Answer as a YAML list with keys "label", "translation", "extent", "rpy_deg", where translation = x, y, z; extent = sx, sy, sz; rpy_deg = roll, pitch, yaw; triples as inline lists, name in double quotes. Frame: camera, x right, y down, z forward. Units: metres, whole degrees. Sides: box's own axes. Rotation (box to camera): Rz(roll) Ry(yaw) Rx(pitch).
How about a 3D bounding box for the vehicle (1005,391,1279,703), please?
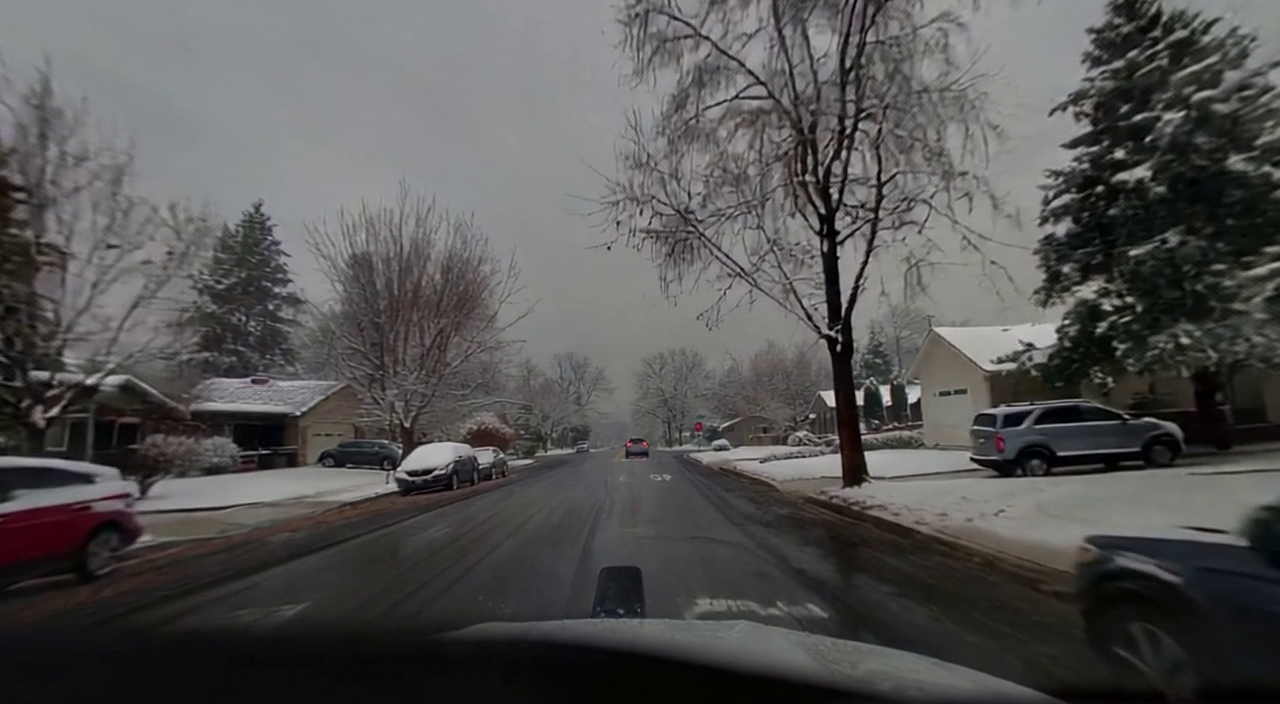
- label: "vehicle"
  translation: [3.146, 0.739, 1.185]
  extent: [2.004, 1.469, 4.706]
  rpy_deg: [0, -8, -1]

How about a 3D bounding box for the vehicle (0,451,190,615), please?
- label: "vehicle"
  translation: [-6.849, 1.722, 5.901]
  extent: [2.009, 1.470, 4.475]
  rpy_deg: [-3, -9, -1]

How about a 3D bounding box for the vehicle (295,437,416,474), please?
- label: "vehicle"
  translation: [-15.641, 5.711, 34.929]
  extent: [5.619, 1.947, 2.183]
  rpy_deg: [1, -9, -4]

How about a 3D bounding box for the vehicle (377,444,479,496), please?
- label: "vehicle"
  translation: [-6.994, 3.904, 21.338]
  extent: [1.972, 1.543, 4.622]
  rpy_deg: [0, -8, -2]
